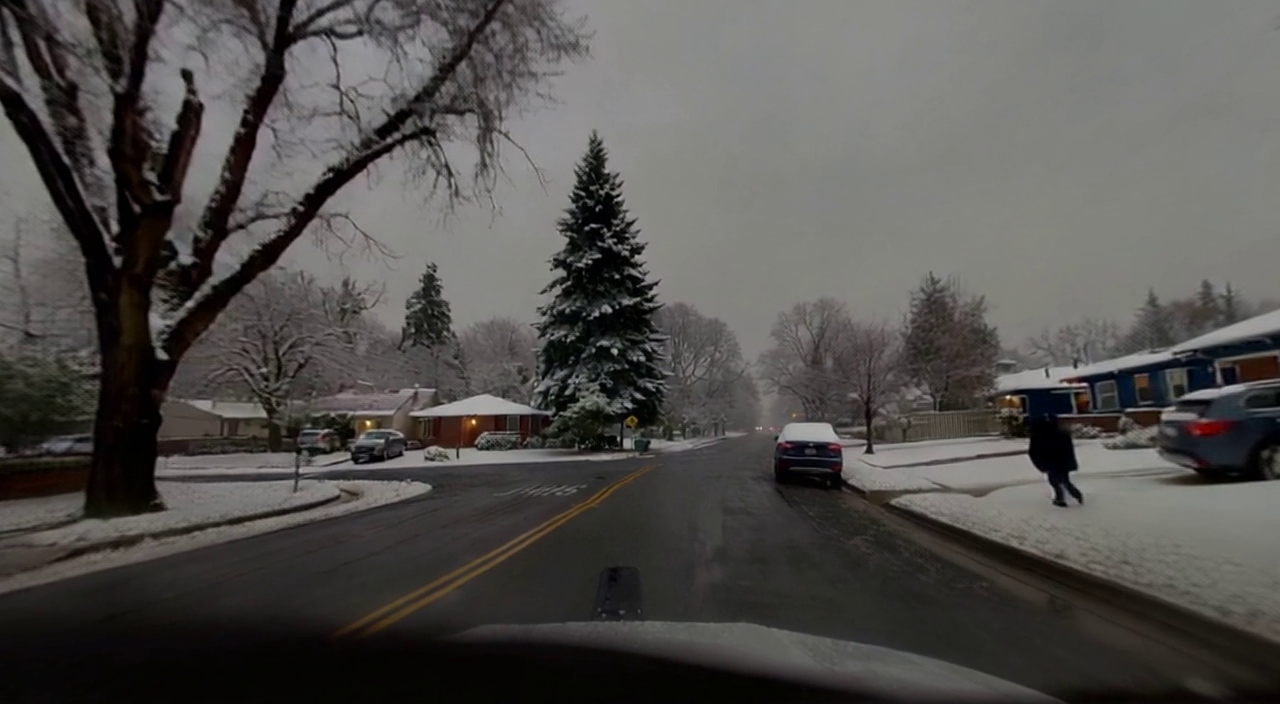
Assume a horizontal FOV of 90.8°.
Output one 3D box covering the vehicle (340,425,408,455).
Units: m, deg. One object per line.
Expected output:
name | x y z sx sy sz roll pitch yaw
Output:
vehicle | -17.076 5.680 40.769 2.021 1.798 4.491 -1 -8 6

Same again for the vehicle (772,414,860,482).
vehicle | 5.009 2.796 18.592 2.053 1.737 4.375 -2 -8 10

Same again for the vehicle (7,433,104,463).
vehicle | -39.025 6.410 42.378 2.206 1.858 4.918 1 -7 -8

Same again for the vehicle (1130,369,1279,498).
vehicle | 11.146 1.083 10.007 4.780 1.765 2.103 -6 -9 2
